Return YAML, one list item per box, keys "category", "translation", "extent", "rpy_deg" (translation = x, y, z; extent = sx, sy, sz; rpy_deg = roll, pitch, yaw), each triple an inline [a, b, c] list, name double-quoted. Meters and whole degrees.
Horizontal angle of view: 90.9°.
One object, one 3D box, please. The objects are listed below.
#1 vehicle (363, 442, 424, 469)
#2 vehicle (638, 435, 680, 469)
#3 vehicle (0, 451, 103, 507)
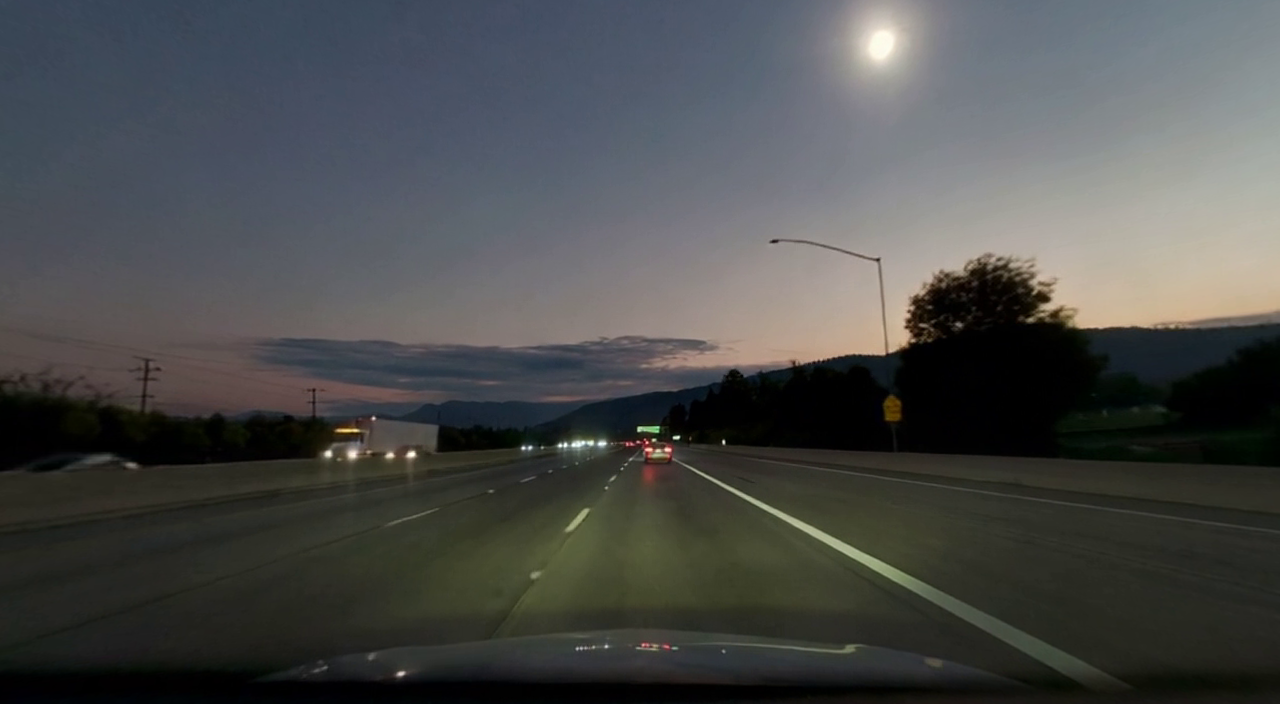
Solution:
- category: "vehicle"
  translation: [-17.338, 7.262, 44.670]
  extent: [2.064, 1.785, 5.368]
  rpy_deg: [0, -8, 1]
- category: "vehicle"
  translation: [1.036, 5.698, 36.059]
  extent: [2.260, 1.766, 4.348]
  rpy_deg: [0, -8, 0]
- category: "vehicle"
  translation: [-21.178, 4.245, 21.358]
  extent: [2.074, 1.726, 4.377]
  rpy_deg: [0, -8, 0]
